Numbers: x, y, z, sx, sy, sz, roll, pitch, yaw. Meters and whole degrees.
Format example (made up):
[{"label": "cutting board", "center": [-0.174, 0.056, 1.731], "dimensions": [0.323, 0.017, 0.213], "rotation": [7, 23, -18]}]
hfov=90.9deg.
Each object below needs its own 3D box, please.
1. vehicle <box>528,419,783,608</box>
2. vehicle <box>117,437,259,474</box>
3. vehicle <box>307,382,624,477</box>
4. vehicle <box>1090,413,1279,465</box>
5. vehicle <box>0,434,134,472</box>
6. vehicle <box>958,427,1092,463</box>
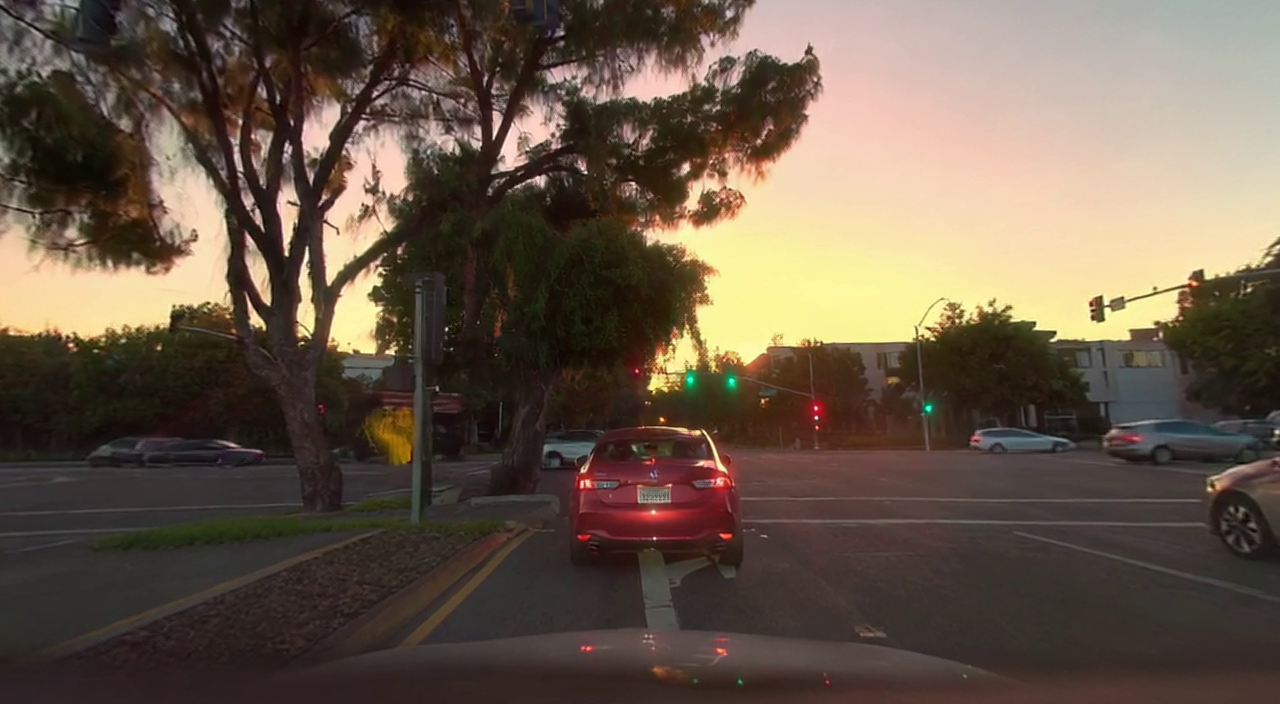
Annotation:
[{"label": "vehicle", "center": [0.081, 1.576, 7.033], "dimensions": [2.041, 1.485, 3.813], "rotation": [0, -8, -1]}, {"label": "vehicle", "center": [-18.978, 4.347, 26.620], "dimensions": [4.517, 1.471, 1.854], "rotation": [0, -8, 0]}, {"label": "vehicle", "center": [-5.930, 2.832, 22.812], "dimensions": [10.544, 3.126, 2.909], "rotation": [0, -8, 1]}, {"label": "vehicle", "center": [19.484, 3.142, 22.713], "dimensions": [4.921, 1.757, 2.036], "rotation": [0, -8, 1]}, {"label": "vehicle", "center": [-27.268, 4.811, 30.111], "dimensions": [4.450, 1.684, 1.894], "rotation": [0, -8, -1]}, {"label": "vehicle", "center": [16.036, 3.904, 26.437], "dimensions": [4.399, 1.445, 1.769], "rotation": [0, -9, 0]}]
